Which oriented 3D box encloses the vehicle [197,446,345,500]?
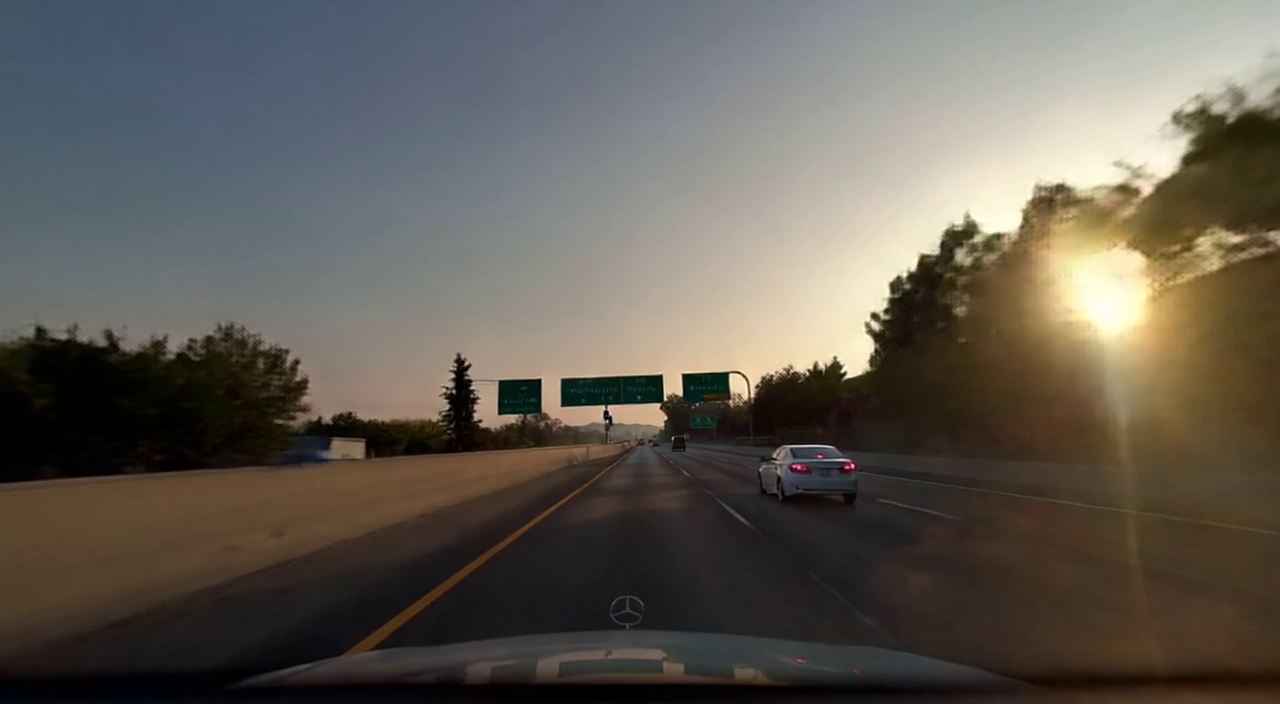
[{"bbox_3d":[-12.163,3.992,21.203,2.092,1.559,4.637,0,-8,1],"label":"vehicle"}]

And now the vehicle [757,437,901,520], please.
[{"bbox_3d":[3.616,2.465,12.812,1.683,1.400,3.868,0,-8,-1],"label":"vehicle"}]
